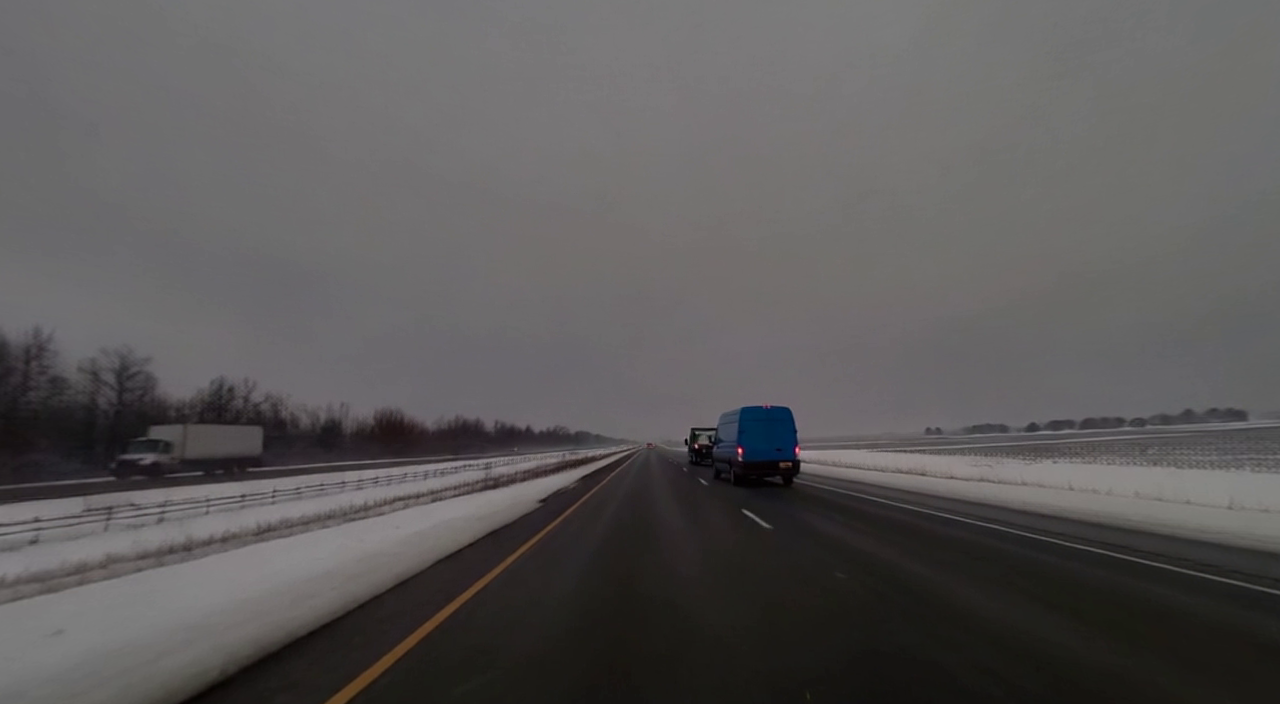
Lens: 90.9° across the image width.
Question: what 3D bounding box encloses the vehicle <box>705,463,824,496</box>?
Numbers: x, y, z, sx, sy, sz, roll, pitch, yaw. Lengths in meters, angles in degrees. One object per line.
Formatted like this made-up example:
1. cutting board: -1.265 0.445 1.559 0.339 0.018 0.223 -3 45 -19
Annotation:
1. vehicle: 3.965 4.297 21.661 2.702 0.824 6.391 0 -9 -1

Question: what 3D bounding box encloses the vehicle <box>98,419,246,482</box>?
1. vehicle: -32.357 6.915 44.363 2.897 3.901 9.462 0 -9 1

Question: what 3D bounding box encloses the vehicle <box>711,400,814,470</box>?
1. vehicle: 3.980 2.929 21.706 2.444 2.053 5.616 0 -9 0
